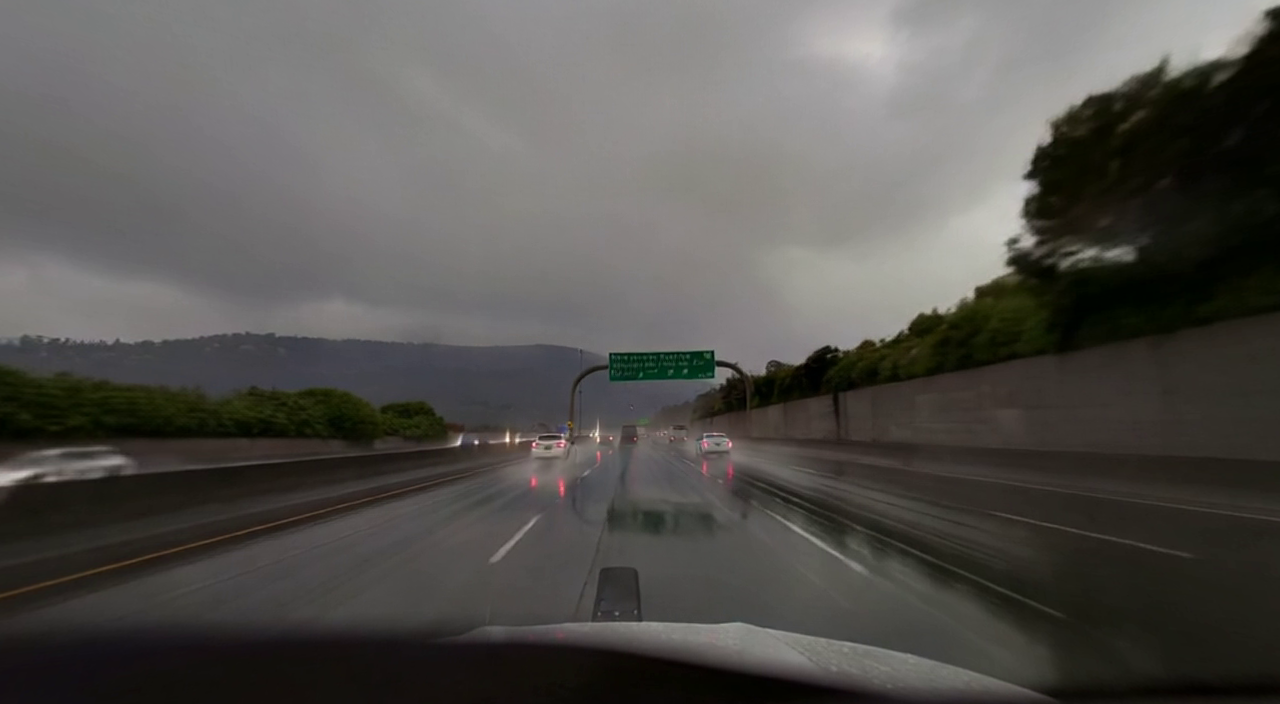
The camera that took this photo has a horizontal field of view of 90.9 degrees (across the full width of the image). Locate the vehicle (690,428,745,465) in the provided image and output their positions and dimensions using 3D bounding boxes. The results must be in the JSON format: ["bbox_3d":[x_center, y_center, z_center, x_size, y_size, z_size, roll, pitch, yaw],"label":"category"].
[{"bbox_3d":[3.289,4.067,27.373,1.806,1.469,3.681,0,-8,-1],"label":"vehicle"}]

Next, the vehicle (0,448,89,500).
[{"bbox_3d":[-19.347,3.682,19.232,1.754,1.429,3.677,0,-8,-1],"label":"vehicle"}]

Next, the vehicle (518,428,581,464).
[{"bbox_3d":[-3.906,4.151,28.057,2.204,1.486,4.121,0,-8,0],"label":"vehicle"}]
